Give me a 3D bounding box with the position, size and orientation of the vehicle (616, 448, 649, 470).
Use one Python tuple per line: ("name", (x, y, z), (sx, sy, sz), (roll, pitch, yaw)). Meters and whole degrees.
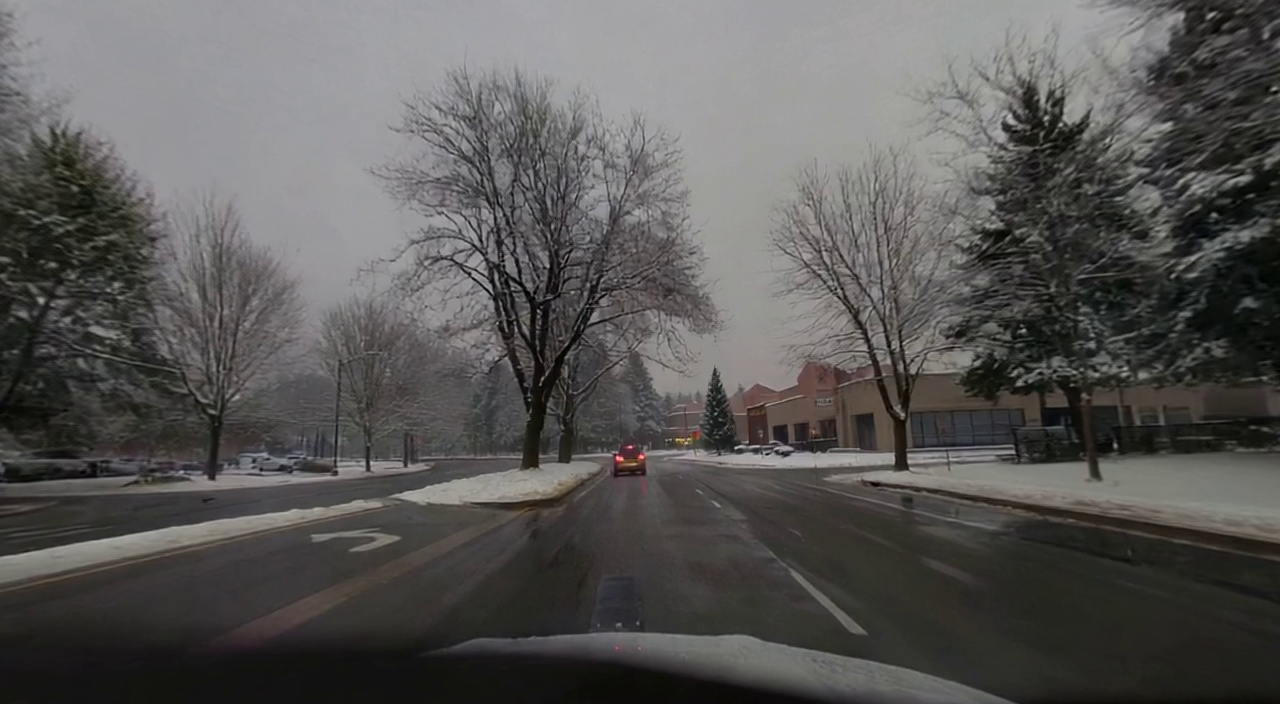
("vehicle", (-0.619, 7.570, 44.762), (2.018, 1.512, 4.304), (1, -9, -5))
